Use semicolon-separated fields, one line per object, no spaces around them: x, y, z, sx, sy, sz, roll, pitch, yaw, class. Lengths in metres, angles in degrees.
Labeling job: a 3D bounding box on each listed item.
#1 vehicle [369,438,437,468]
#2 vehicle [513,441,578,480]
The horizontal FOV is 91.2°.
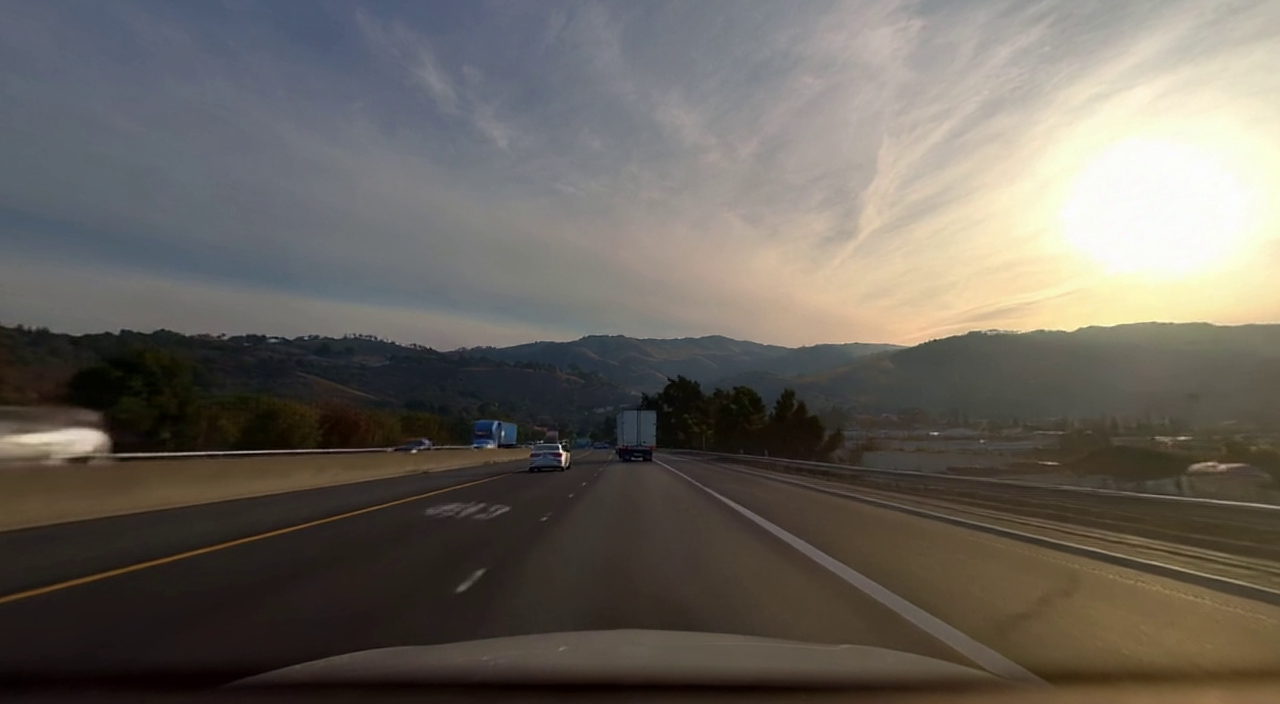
-13.047;5.613;34.811;1.998;1.527;4.605;0;-9;0;vehicle
-3.956;4.611;26.946;2.057;1.519;4.372;0;-9;1;vehicle
